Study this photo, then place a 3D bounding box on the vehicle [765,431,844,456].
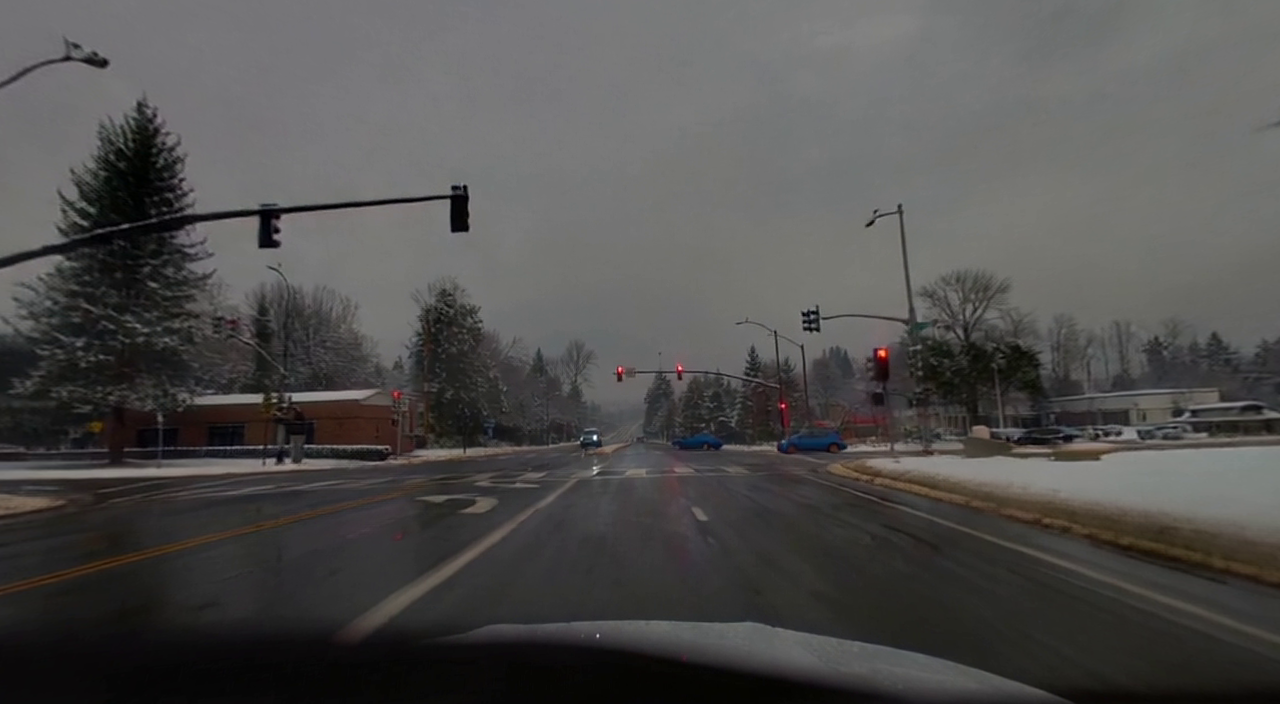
[{"bbox_3d":[10.536,5.843,40.388,4.528,1.482,1.864,3,-8,-19],"label":"vehicle"}]
